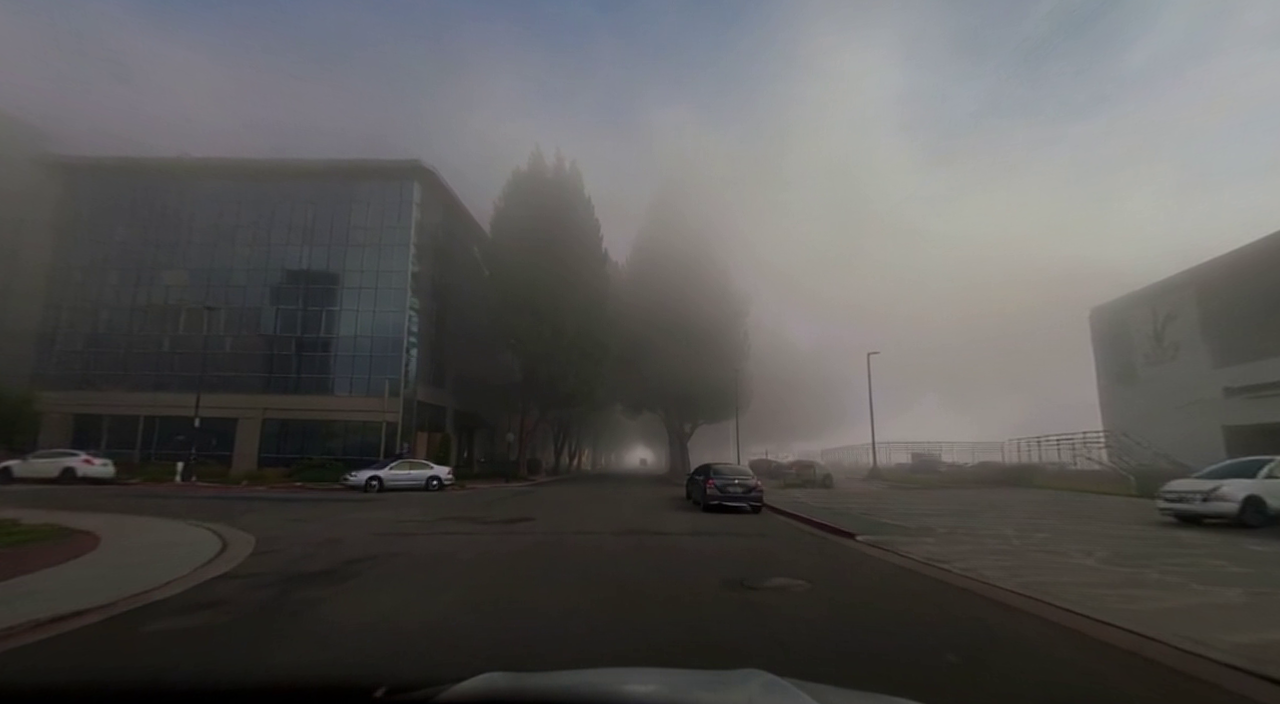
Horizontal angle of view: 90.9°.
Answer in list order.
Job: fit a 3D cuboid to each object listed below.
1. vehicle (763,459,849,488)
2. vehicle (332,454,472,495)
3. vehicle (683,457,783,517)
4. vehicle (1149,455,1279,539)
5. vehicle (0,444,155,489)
[{"bbox_3d":[10.268,7.573,39.225,4.782,1.698,1.882,1,-11,-3],"label":"vehicle"},{"bbox_3d":[-9.458,4.913,25.312,4.770,1.448,1.983,9,-14,-39],"label":"vehicle"},{"bbox_3d":[2.425,3.707,17.524,2.073,1.434,3.899,1,-11,-2],"label":"vehicle"},{"bbox_3d":[15.178,3.335,14.427,4.824,1.728,2.246,0,-12,8],"label":"vehicle"},{"bbox_3d":[-20.229,4.085,22.467,4.118,1.482,1.889,1,-11,-3],"label":"vehicle"}]
